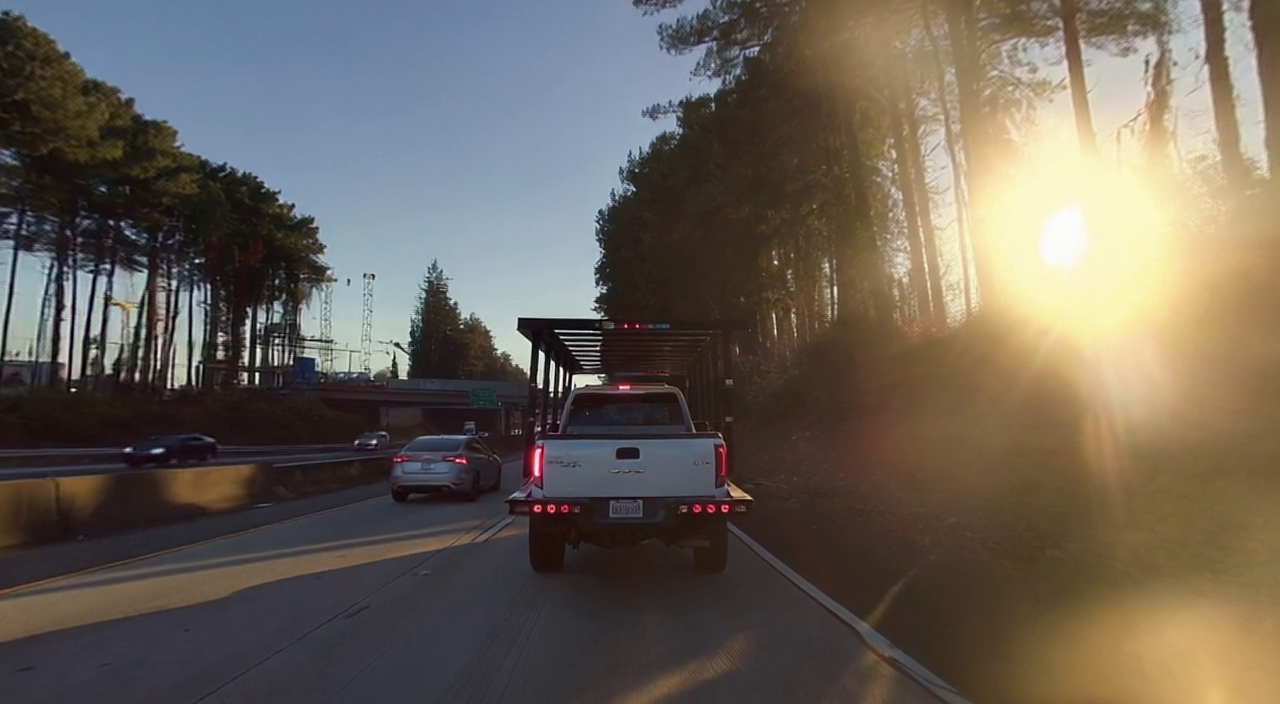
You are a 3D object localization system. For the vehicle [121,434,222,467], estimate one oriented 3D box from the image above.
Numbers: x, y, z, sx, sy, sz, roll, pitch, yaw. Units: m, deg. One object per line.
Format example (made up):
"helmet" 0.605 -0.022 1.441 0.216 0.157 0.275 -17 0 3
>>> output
"vehicle" -22.594 4.754 30.665 1.826 1.485 4.128 0 -9 -2

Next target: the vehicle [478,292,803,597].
"vehicle" -0.179 1.534 10.647 2.735 2.597 10.435 0 -9 -2

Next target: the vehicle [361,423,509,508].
"vehicle" -4.534 2.592 14.839 2.057 1.665 4.572 0 -9 -2

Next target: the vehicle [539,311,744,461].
"vehicle" -0.066 0.698 9.063 2.156 1.604 4.680 0 -9 -2
